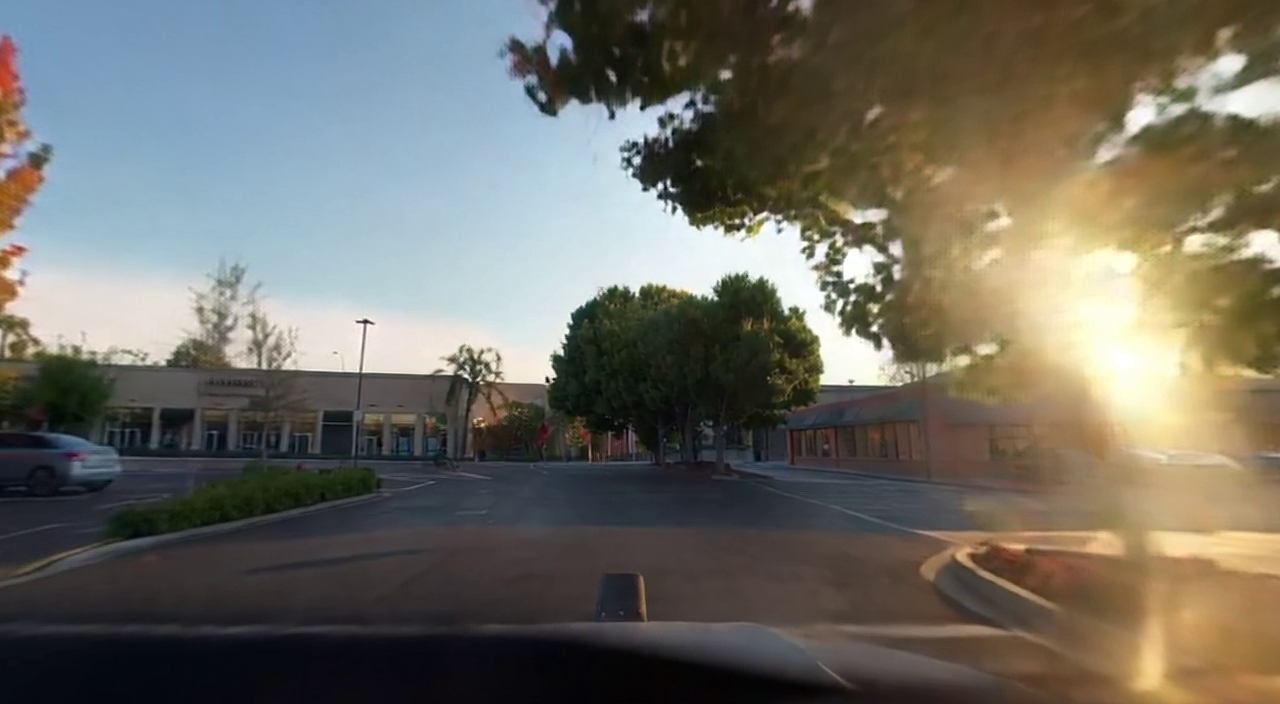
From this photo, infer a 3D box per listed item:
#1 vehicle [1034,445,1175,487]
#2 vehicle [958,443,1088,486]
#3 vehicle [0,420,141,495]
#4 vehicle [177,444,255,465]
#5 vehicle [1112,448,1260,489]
[{"bbox_3d":[18.340,4.499,25.309,1.804,1.502,4.815,0,-8,-3],"label":"vehicle"},{"bbox_3d":[15.087,4.440,25.324,2.140,1.507,4.856,0,-9,-1],"label":"vehicle"},{"bbox_3d":[-15.769,2.667,16.088,4.457,1.794,1.974,5,-10,-32],"label":"vehicle"},{"bbox_3d":[-30.299,7.307,45.286,4.431,1.449,1.808,5,-10,-32],"label":"vehicle"},{"bbox_3d":[21.322,4.532,24.955,1.861,1.460,4.329,0,-8,-2],"label":"vehicle"}]
